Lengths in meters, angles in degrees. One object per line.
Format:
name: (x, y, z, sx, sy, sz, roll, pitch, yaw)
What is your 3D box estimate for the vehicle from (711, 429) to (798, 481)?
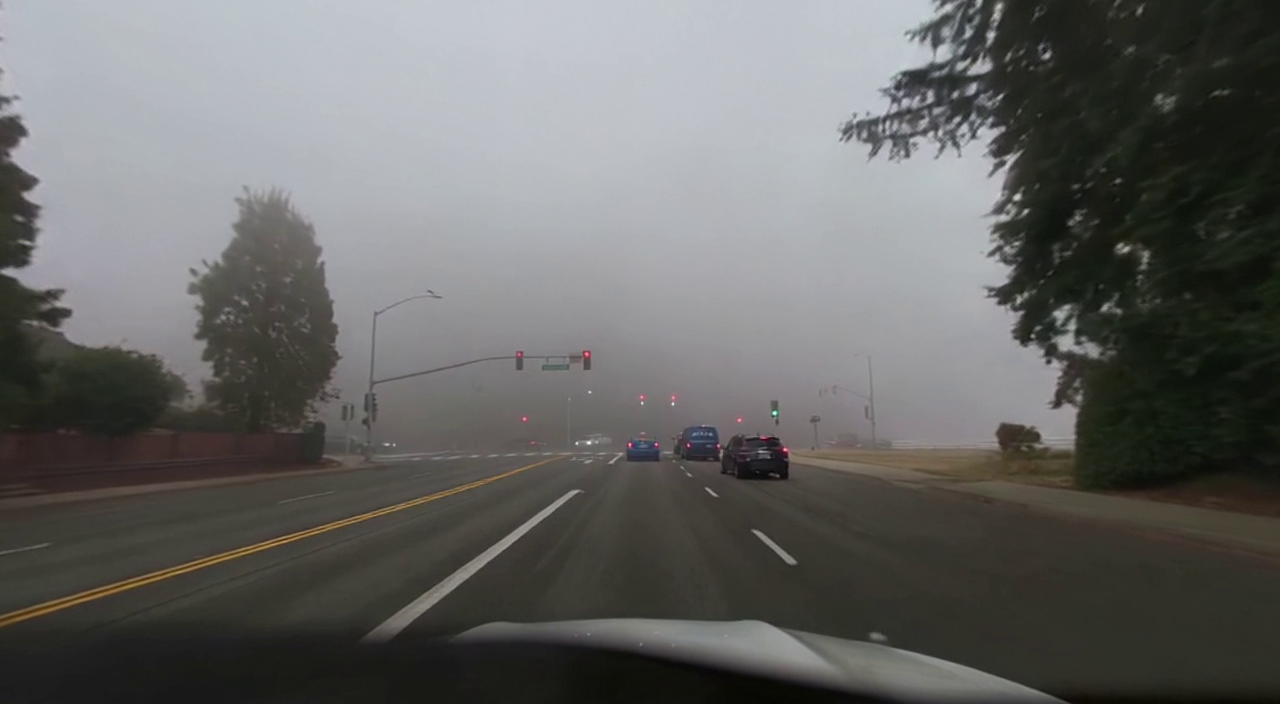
vehicle: (3.588, 3.333, 20.534, 1.934, 1.506, 4.544, 0, -8, -1)

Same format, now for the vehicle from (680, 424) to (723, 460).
vehicle: (3.485, 5.189, 36.203, 2.059, 1.924, 4.257, 0, -8, 0)

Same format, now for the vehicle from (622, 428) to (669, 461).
vehicle: (0.328, 4.849, 33.004, 2.321, 1.624, 4.367, 0, -8, 1)
